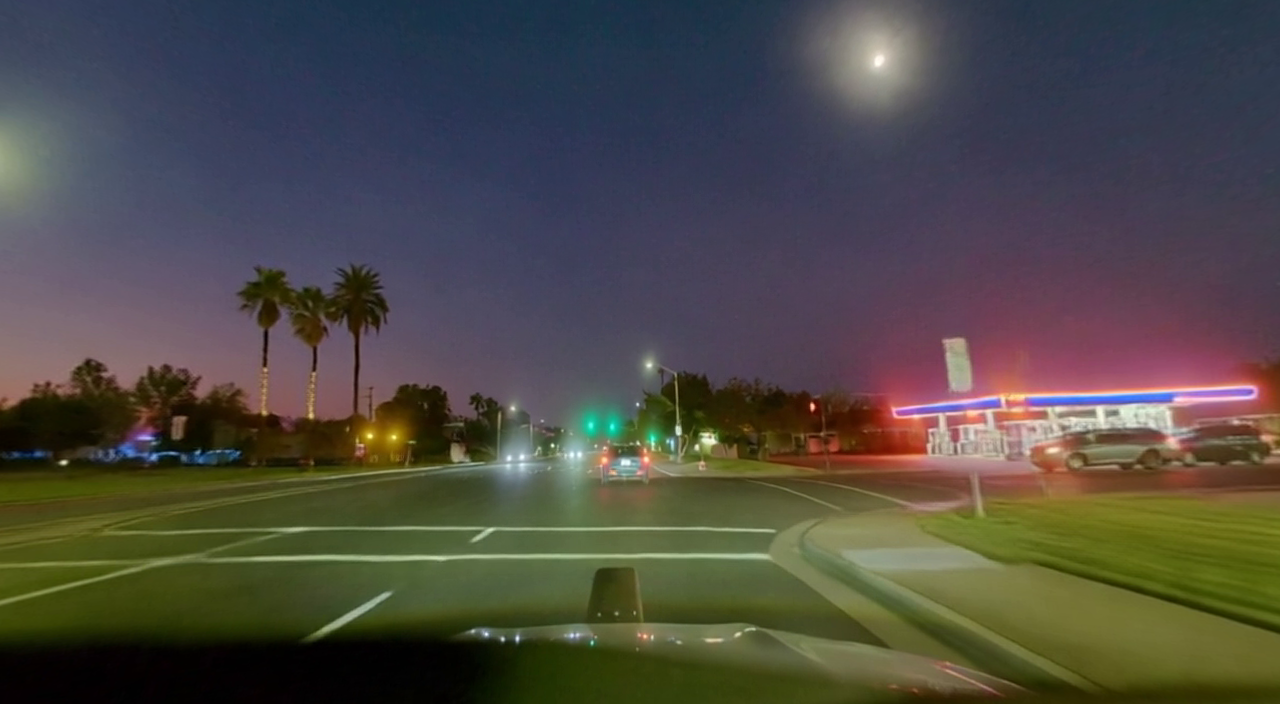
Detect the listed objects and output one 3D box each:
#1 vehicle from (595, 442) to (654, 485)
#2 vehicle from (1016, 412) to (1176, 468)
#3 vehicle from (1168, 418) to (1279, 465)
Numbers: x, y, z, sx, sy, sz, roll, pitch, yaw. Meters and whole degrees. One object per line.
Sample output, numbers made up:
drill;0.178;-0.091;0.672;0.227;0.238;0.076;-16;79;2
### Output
vehicle;-0.568;4.215;24.189;2.076;1.486;4.119;0;-9;-1
vehicle;18.565;3.634;25.934;4.747;2.178;2.336;1;-9;-3
vehicle;24.699;3.709;26.129;4.025;1.827;1.852;0;-9;-2
